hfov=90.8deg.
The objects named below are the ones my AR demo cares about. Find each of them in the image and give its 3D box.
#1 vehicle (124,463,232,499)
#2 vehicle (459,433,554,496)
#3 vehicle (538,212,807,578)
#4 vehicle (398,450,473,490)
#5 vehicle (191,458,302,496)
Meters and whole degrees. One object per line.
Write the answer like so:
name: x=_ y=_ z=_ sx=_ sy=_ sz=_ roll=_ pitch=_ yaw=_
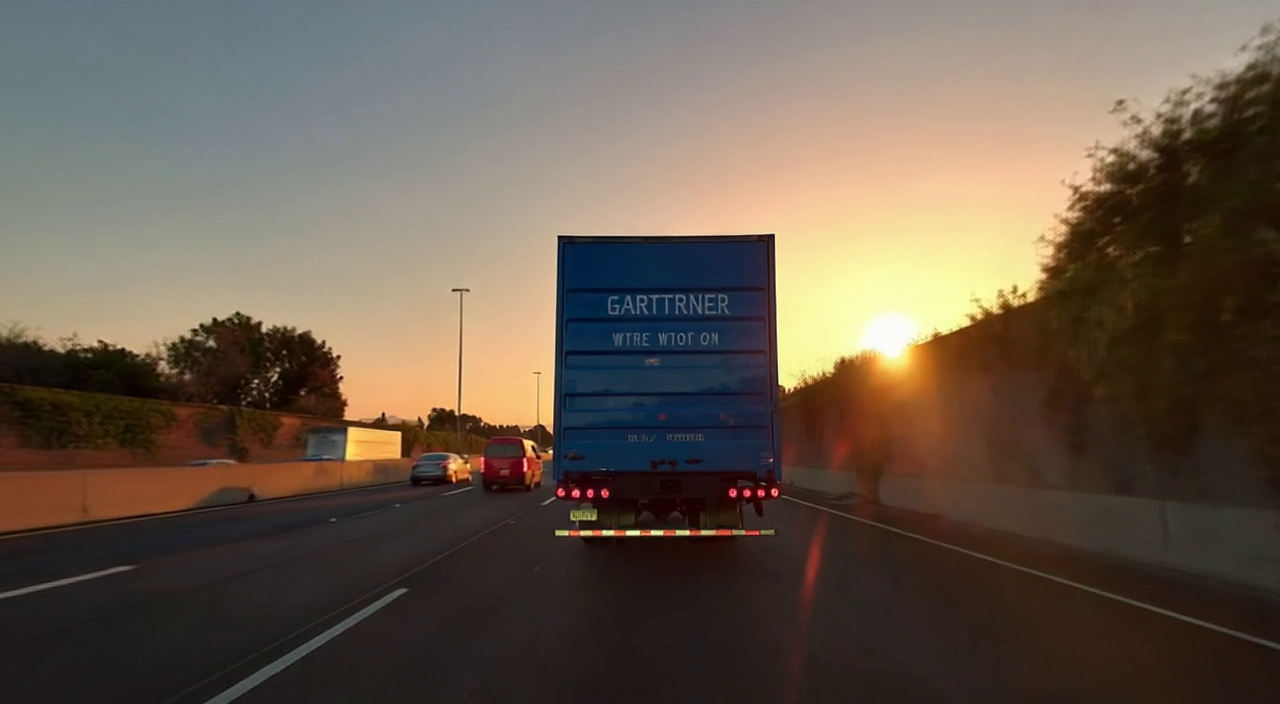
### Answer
vehicle: x=-20.976 y=5.842 z=28.872 sx=1.845 sy=1.417 sz=4.012 roll=0 pitch=-9 yaw=0
vehicle: x=-4.632 y=4.012 z=22.787 sx=2.293 sy=2.015 sz=4.915 roll=0 pitch=-9 yaw=1
vehicle: x=0.446 y=1.223 z=12.214 sx=2.853 sy=4.054 sz=10.557 roll=0 pitch=-9 yaw=1
vehicle: x=-8.200 y=4.754 z=25.608 sx=1.828 sy=1.502 sz=3.385 roll=0 pitch=-9 yaw=1
vehicle: x=-16.622 y=5.261 z=26.983 sx=1.833 sy=1.432 sz=4.447 roll=0 pitch=-9 yaw=1
